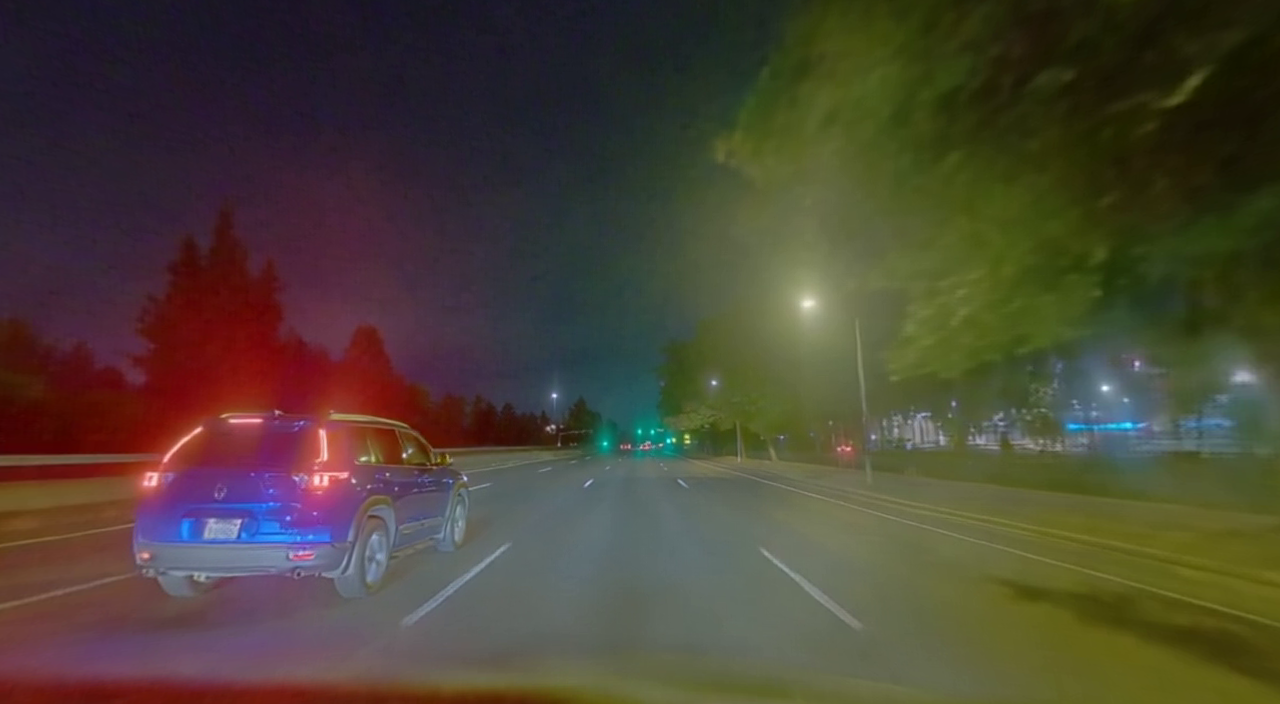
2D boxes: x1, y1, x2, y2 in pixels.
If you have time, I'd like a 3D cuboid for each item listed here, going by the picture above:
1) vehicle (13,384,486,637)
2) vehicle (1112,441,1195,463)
[{"bbox_3d":[-3.216,1.417,6.605,2.033,1.713,4.503,0,-9,0],"label":"vehicle"},{"bbox_3d":[37.471,7.308,45.993,4.447,1.464,1.793,1,-9,0],"label":"vehicle"}]
